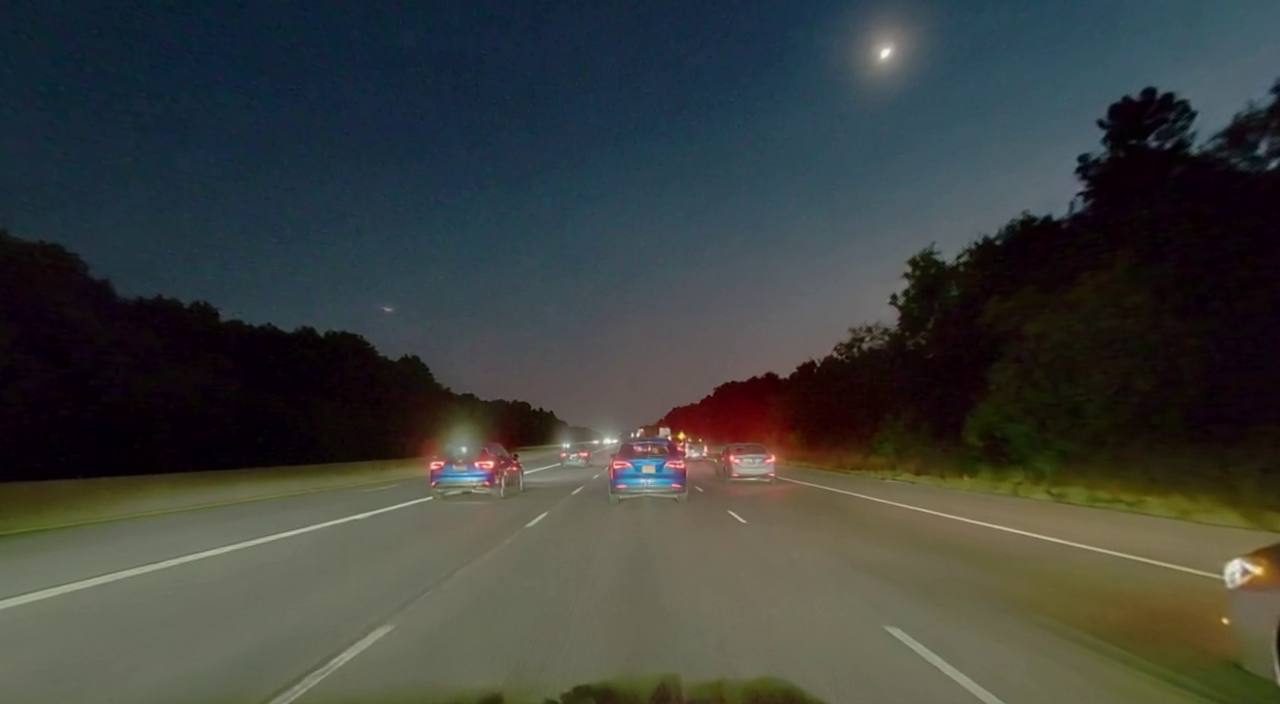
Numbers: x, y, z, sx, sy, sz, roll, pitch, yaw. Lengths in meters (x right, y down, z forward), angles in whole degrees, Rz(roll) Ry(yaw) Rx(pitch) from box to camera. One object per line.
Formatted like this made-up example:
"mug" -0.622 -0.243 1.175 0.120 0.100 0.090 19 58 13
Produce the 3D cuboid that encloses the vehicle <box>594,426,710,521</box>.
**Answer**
"vehicle" 0.211 2.506 13.365 2.093 1.695 3.782 0 -9 0

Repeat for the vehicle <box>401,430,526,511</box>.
"vehicle" -4.115 2.824 15.416 1.890 1.708 3.844 0 -9 0

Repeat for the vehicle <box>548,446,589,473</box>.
"vehicle" -4.094 6.228 36.779 1.910 1.468 3.781 0 -9 1

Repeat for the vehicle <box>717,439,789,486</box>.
"vehicle" 4.097 4.056 23.409 1.905 1.590 3.746 0 -9 -1
